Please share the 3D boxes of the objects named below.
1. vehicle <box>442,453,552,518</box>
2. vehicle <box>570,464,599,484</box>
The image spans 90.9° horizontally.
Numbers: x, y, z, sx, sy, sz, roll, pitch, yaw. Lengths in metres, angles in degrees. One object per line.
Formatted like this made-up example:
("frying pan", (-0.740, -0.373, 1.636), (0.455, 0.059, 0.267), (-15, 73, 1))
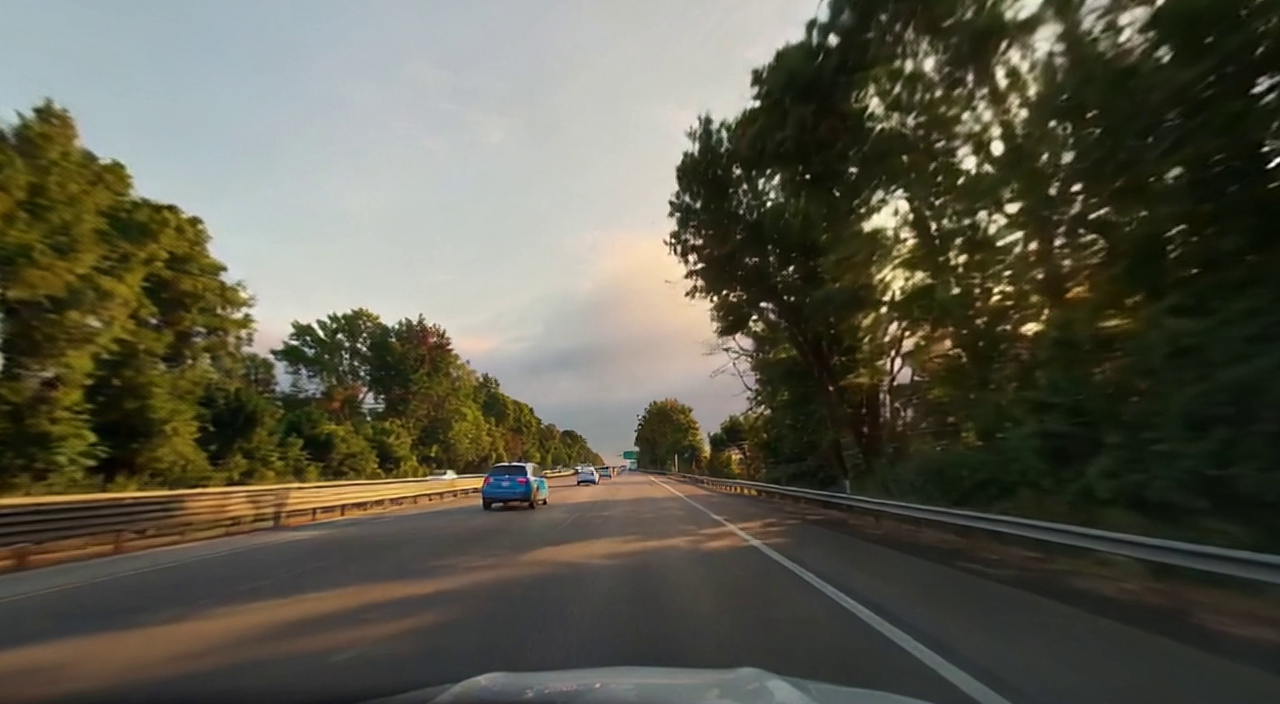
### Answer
("vehicle", (-3.904, 3.762, 18.095), (2.068, 1.592, 4.479), (0, -10, 1))
("vehicle", (-4.286, 9.588, 49.472), (1.900, 1.469, 4.106), (0, -10, 0))
